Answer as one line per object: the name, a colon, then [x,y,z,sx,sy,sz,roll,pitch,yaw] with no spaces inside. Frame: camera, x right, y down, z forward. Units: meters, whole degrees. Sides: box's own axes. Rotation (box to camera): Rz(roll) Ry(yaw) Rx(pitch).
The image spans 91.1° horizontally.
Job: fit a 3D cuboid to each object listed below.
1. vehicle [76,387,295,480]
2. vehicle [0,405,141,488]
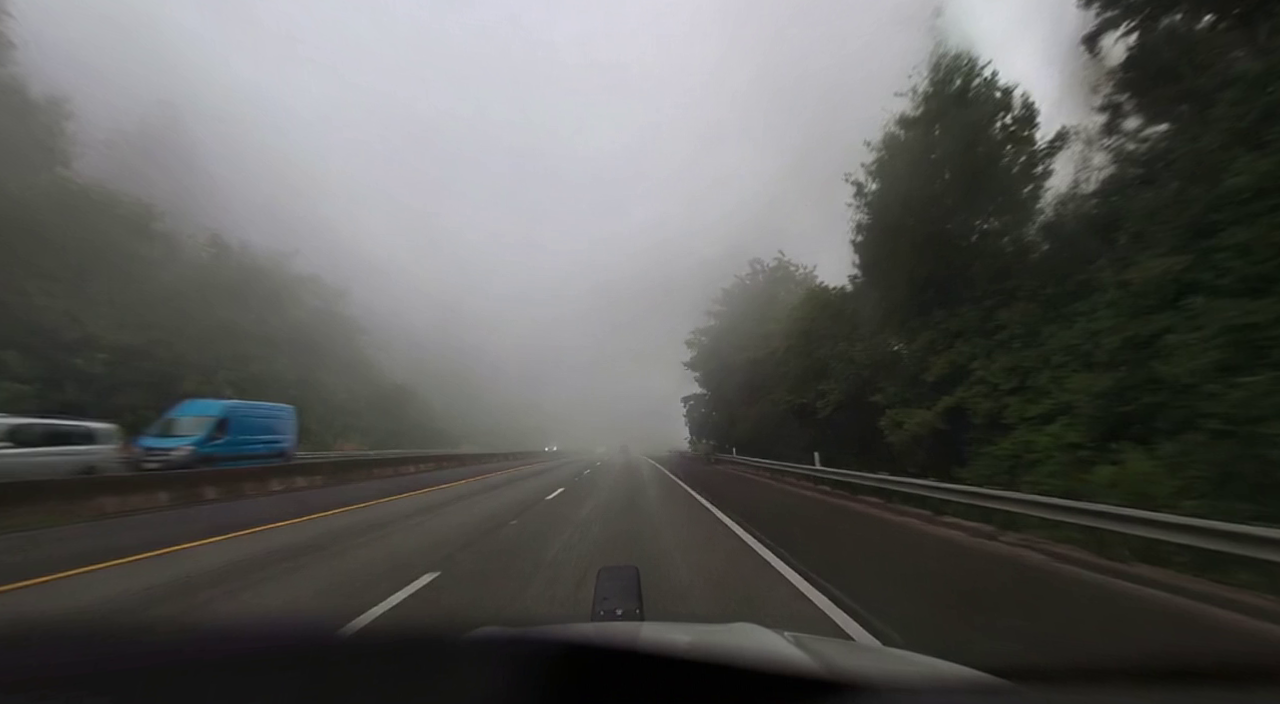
vehicle: [-15.142,2.838,21.765,2.590,2.700,6.682,0,-8,0]
vehicle: [-15.005,2.221,14.810,2.090,1.794,5.319,0,-8,-1]
